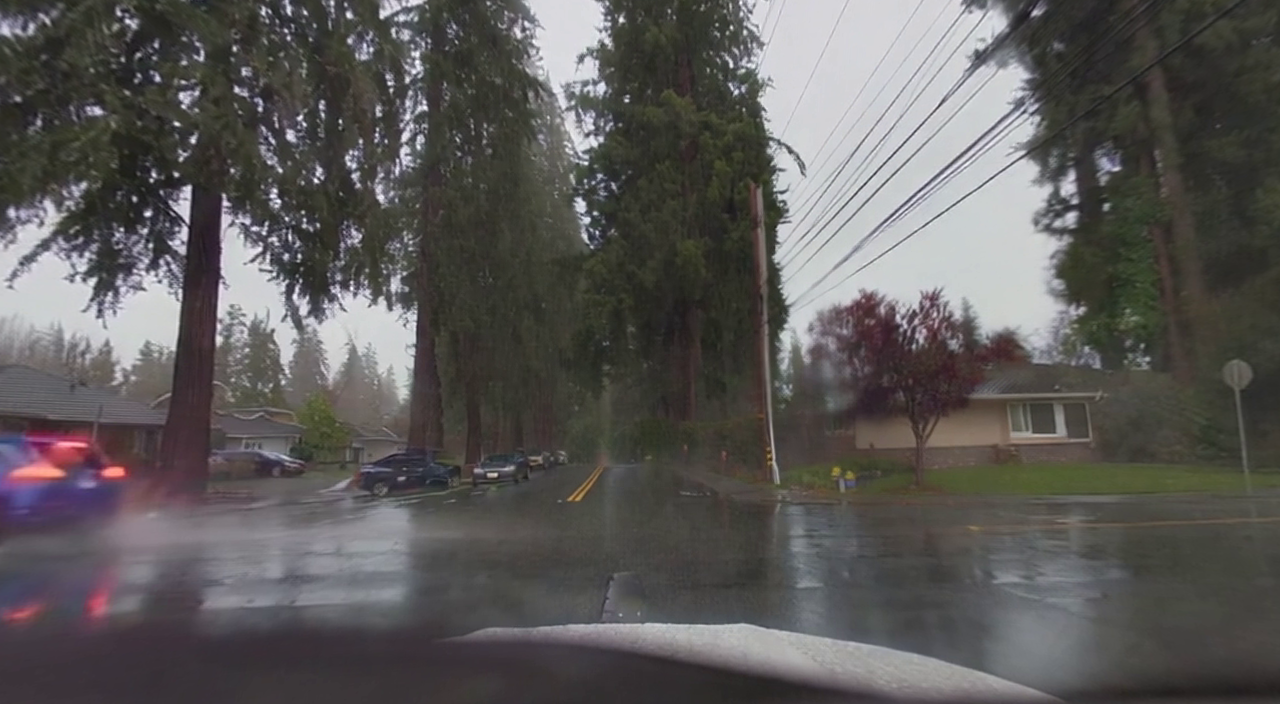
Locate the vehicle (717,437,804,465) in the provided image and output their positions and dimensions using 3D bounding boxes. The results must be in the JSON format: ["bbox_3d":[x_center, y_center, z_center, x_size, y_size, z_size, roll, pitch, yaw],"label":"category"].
[{"bbox_3d":[7.298,6.009,38.551,4.784,1.647,1.947,1,-8,-5],"label":"vehicle"}]

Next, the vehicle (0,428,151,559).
[{"bbox_3d":[-11.165,2.176,10.073,4.809,1.834,2.181,0,-8,-2],"label":"vehicle"}]
